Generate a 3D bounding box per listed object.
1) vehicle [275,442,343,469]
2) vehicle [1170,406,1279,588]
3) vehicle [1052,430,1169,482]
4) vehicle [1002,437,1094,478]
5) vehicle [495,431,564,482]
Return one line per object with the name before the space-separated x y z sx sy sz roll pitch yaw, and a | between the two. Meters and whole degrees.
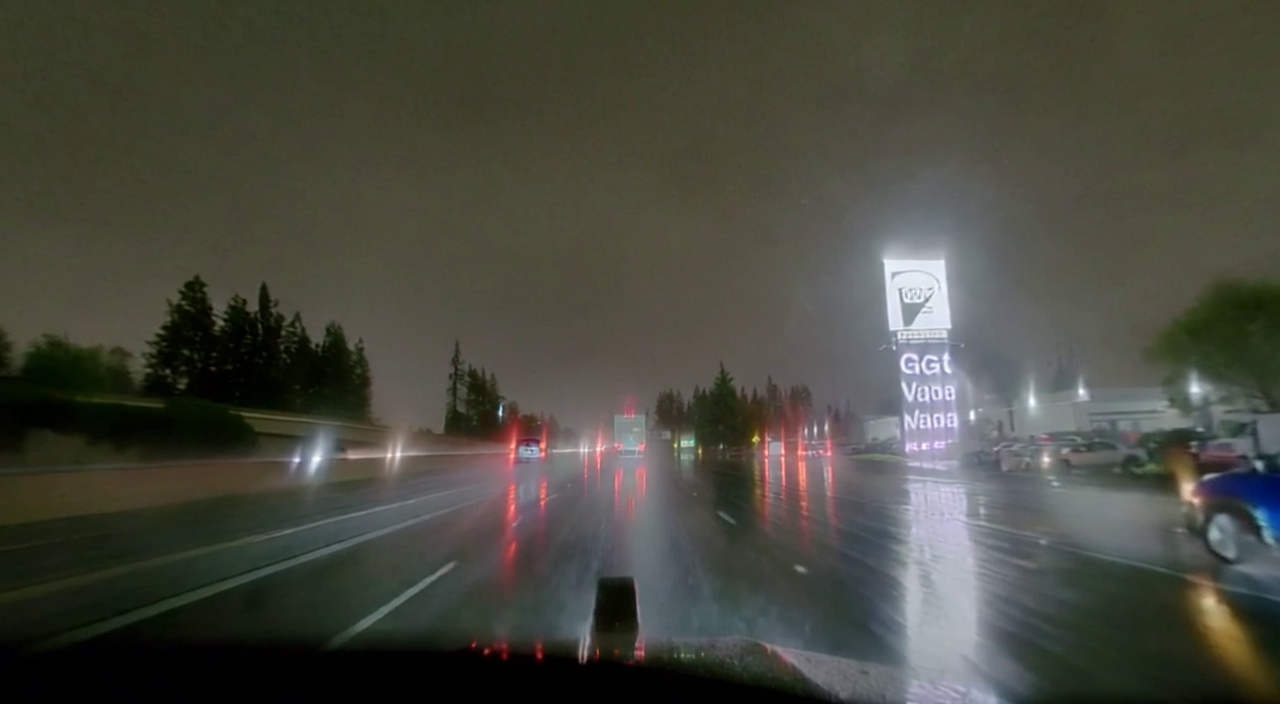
vehicle | -25.465 7.968 48.904 2.251 1.964 5.807 0 -9 -2
vehicle | 6.974 1.215 4.952 1.928 1.686 4.182 0 -9 -1
vehicle | 33.783 7.398 45.319 7.934 3.428 3.258 5 -9 -27
vehicle | 31.574 8.108 48.878 6.081 2.952 2.754 4 -8 -21
vehicle | -4.489 4.335 26.435 2.095 1.930 4.680 0 -8 0
